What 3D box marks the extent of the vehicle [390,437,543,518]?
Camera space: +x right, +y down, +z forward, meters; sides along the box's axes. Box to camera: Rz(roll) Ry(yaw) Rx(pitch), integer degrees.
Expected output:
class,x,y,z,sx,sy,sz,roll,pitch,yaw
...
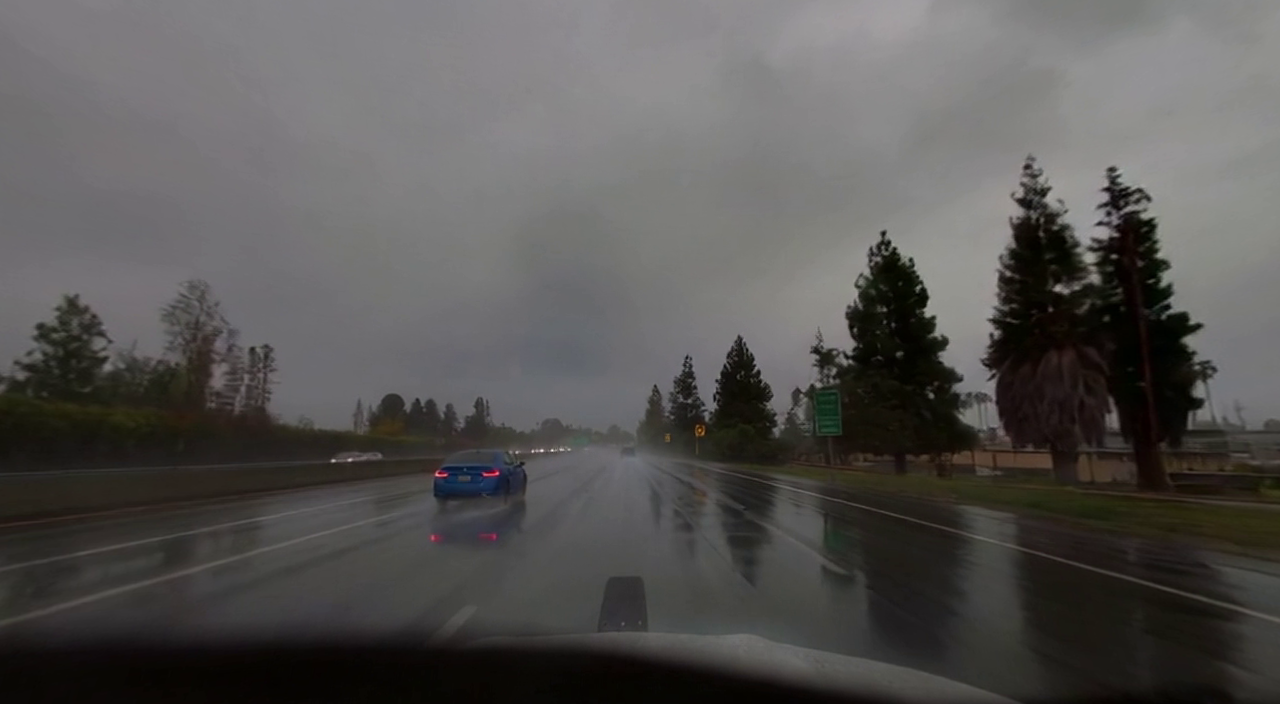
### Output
class,x,y,z,sx,sy,sz,roll,pitch,yaw
vehicle,-3.762,2.799,14.672,2.092,1.562,4.748,0,-8,1

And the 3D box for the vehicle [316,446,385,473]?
class,x,y,z,sx,sy,sz,roll,pitch,yaw
vehicle,-16.843,6.242,36.771,1.910,1.438,4.552,0,-8,0
